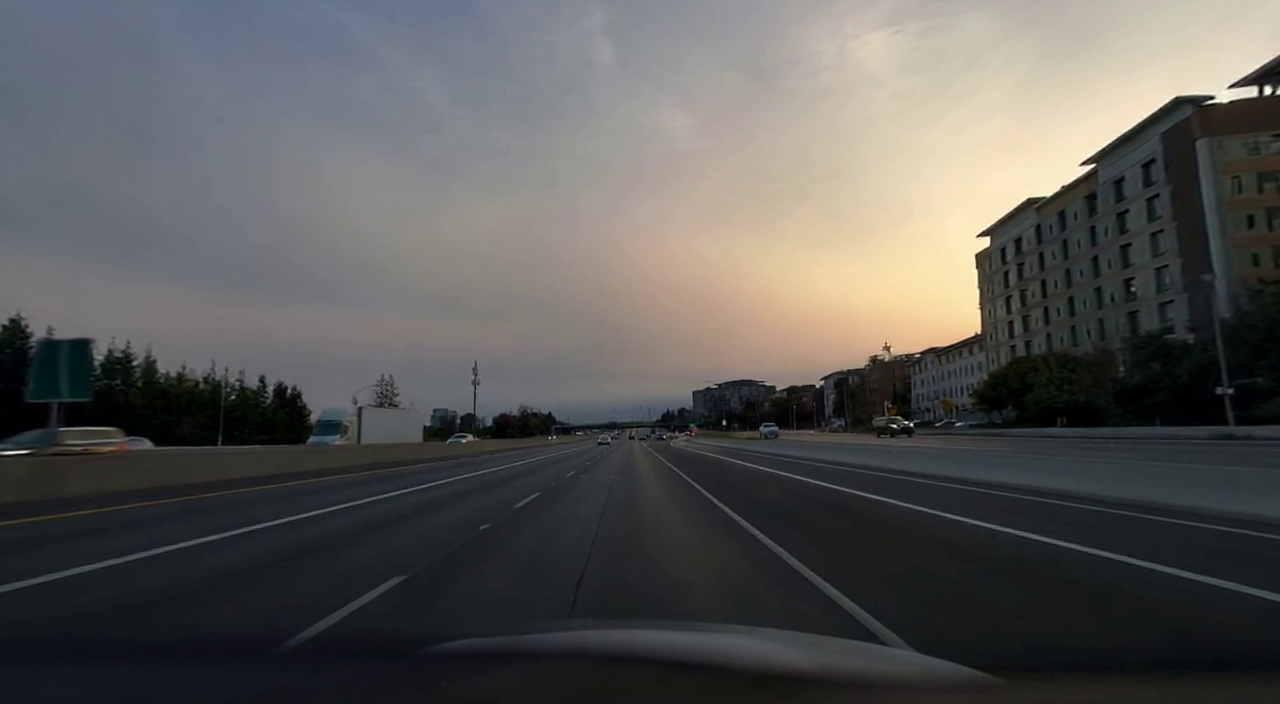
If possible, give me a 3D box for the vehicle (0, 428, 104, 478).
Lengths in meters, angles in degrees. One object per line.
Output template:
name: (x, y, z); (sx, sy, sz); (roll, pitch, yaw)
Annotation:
vehicle: (-20.945, 3.381, 21.220); (1.909, 1.541, 4.261); (0, -8, 0)
